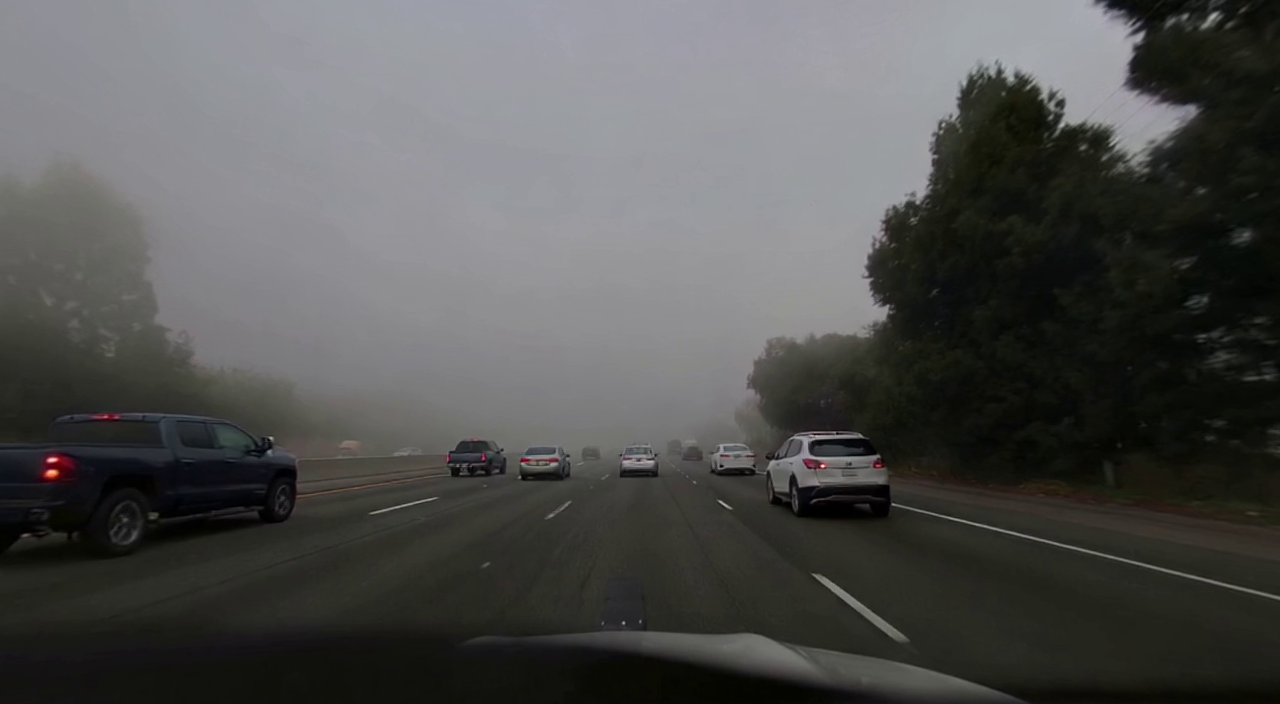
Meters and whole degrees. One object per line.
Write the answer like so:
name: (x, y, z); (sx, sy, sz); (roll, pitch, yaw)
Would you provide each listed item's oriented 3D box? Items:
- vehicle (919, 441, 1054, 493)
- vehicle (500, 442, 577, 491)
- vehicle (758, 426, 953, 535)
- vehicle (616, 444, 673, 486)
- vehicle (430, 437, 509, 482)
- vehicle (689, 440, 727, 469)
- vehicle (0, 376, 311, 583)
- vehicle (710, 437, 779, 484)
vehicle: (11.080, 3.680, 20.605); (1.816, 1.480, 4.468); (0, -9, 0)
vehicle: (-3.347, 3.871, 21.717); (1.904, 1.479, 4.274); (0, -9, 1)
vehicle: (3.626, 2.245, 11.623); (2.051, 1.595, 4.301); (0, -9, 0)
vehicle: (0.167, 4.233, 23.989); (1.966, 1.444, 3.986); (0, -9, 1)
vehicle: (-6.912, 4.399, 26.078); (1.978, 1.680, 4.263); (0, -9, 1)
vehicle: (4.517, 6.912, 42.682); (2.195, 1.778, 4.455); (0, -9, 1)
vehicle: (-7.119, 1.573, 8.399); (2.269, 1.936, 5.777); (0, -9, 1)
vehicle: (4.067, 4.291, 25.282); (2.002, 1.691, 4.290); (0, -9, 0)
